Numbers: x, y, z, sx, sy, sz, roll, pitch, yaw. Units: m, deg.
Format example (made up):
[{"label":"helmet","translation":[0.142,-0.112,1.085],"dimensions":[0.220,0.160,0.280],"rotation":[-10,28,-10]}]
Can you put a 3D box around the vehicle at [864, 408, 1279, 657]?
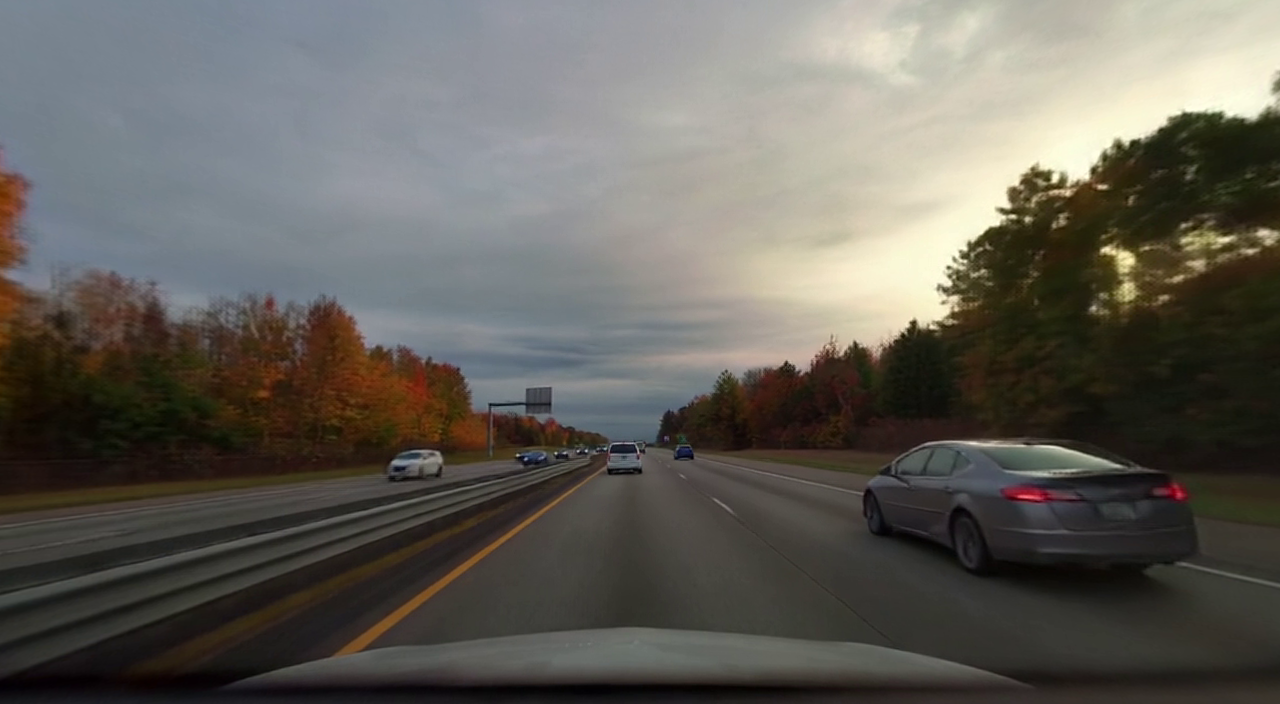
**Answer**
[{"label":"vehicle","translation":[3.941,1.430,6.087],"dimensions":[1.843,1.505,4.339],"rotation":[0,-9,-1]}]

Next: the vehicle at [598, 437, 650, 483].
[{"label":"vehicle","translation":[-0.598,4.323,25.376],"dimensions":[1.937,1.699,3.936],"rotation":[-1,-9,0]}]

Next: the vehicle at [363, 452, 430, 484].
[{"label":"vehicle","translation":[-13.173,6.269,34.188],"dimensions":[1.914,1.600,4.188],"rotation":[-1,-9,0]}]
